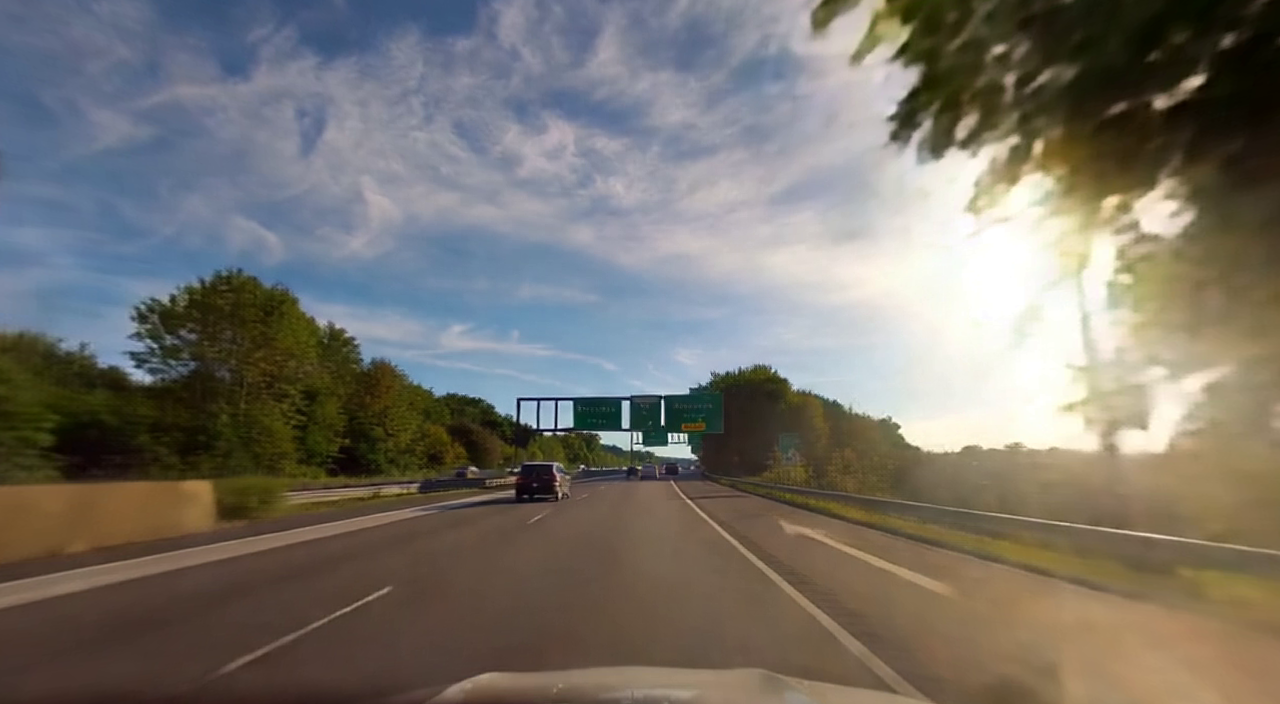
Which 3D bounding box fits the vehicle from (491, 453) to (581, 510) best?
[{"bbox_3d":[-3.232,4.152,20.401,2.000,1.594,3.996,1,-11,3],"label":"vehicle"}]
